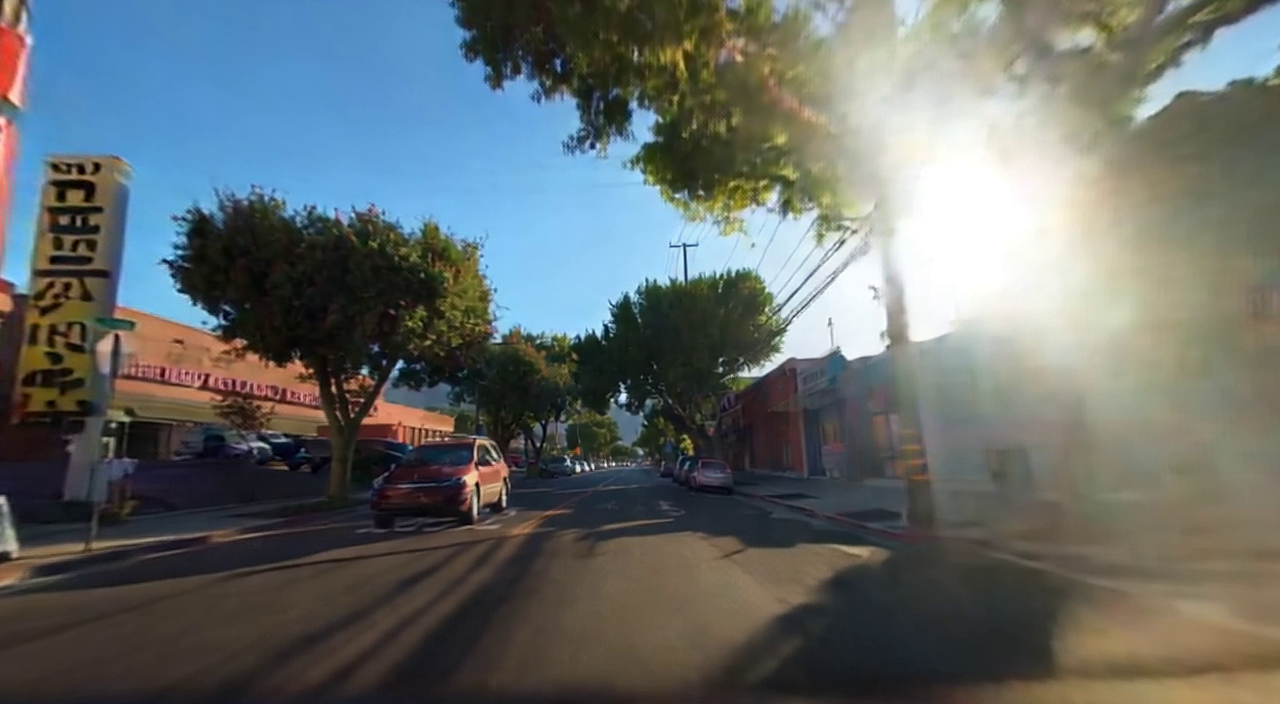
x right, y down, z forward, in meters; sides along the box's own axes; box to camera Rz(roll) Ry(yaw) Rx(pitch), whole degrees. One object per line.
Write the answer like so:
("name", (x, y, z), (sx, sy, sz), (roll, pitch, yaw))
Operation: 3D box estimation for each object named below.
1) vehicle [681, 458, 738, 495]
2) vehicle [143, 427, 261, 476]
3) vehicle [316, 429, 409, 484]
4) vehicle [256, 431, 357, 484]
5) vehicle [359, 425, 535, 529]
("vehicle", (2.893, 5.293, 27.106), (1.877, 1.373, 3.854), (0, -8, -2))
("vehicle", (-24.450, 5.578, 35.661), (2.288, 2.514, 5.886), (0, -8, 1))
("vehicle", (-15.579, 5.962, 36.011), (2.715, 2.789, 6.225), (1, -9, -4))
("vehicle", (-18.518, 5.809, 35.520), (2.256, 2.668, 5.979), (-1, -7, 2))
("vehicle", (-4.110, 2.751, 14.593), (2.495, 1.966, 4.846), (0, -8, 0))
